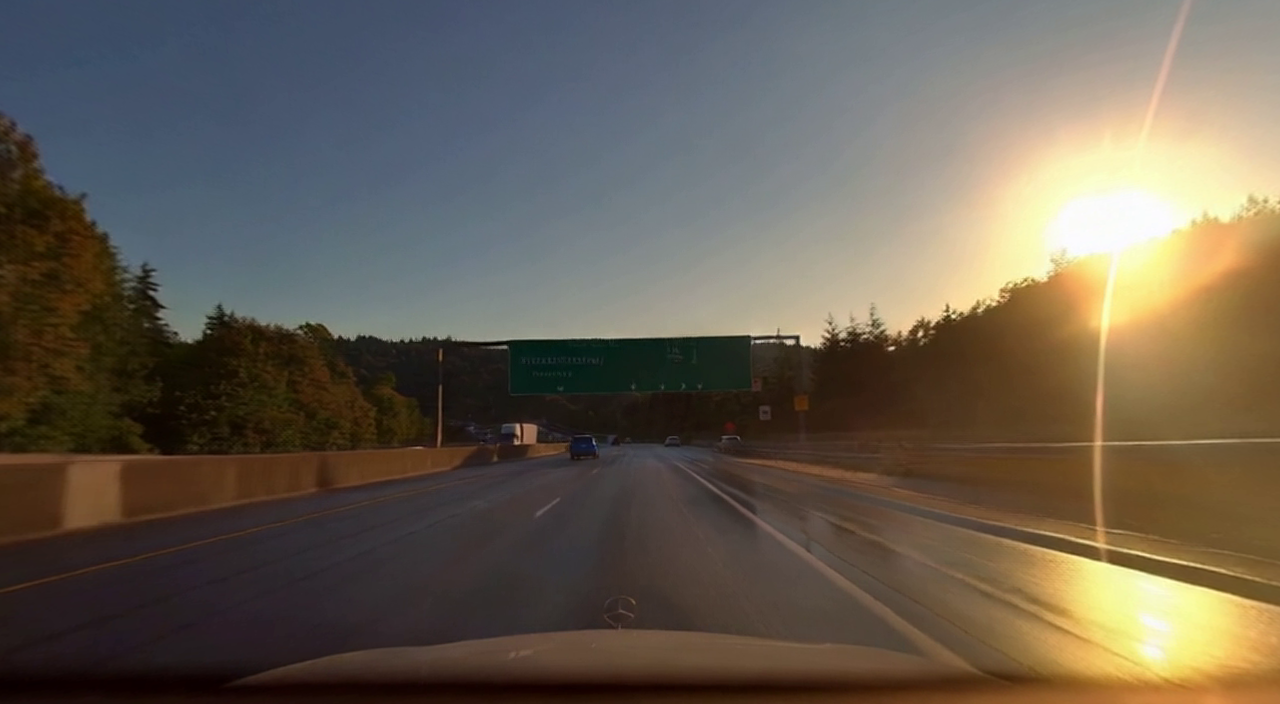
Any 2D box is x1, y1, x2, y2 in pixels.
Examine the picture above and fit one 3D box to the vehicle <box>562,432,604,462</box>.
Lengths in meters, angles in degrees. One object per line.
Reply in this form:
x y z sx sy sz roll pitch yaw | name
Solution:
-3.296 5.645 37.278 2.125 1.662 4.336 0 -8 0 | vehicle
